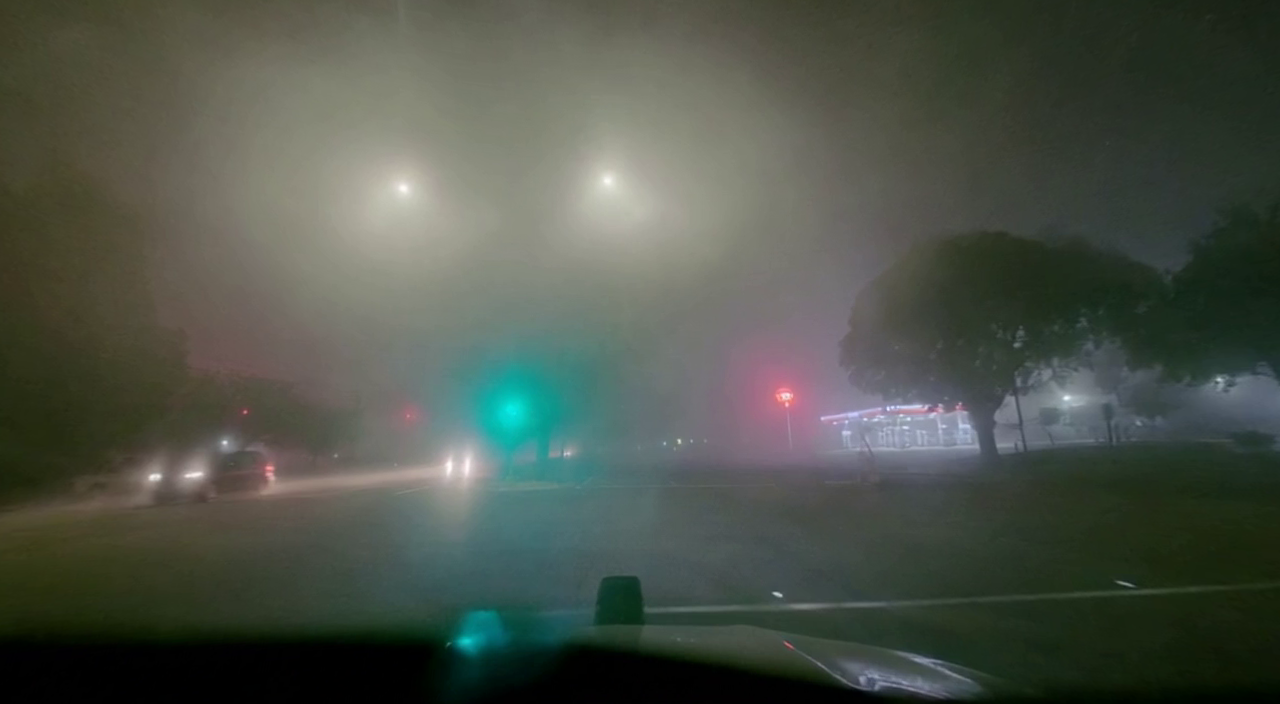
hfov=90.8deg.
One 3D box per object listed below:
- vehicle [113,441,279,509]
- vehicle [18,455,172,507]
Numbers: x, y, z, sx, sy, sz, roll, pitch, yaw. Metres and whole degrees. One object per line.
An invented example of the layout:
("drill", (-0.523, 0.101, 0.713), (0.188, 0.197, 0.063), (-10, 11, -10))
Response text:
("vehicle", (-12.623, 3.475, 18.347), (1.876, 1.722, 3.984), (0, -8, 0))
("vehicle", (-21.718, 5.116, 25.535), (2.034, 1.783, 4.796), (0, -8, -2))
